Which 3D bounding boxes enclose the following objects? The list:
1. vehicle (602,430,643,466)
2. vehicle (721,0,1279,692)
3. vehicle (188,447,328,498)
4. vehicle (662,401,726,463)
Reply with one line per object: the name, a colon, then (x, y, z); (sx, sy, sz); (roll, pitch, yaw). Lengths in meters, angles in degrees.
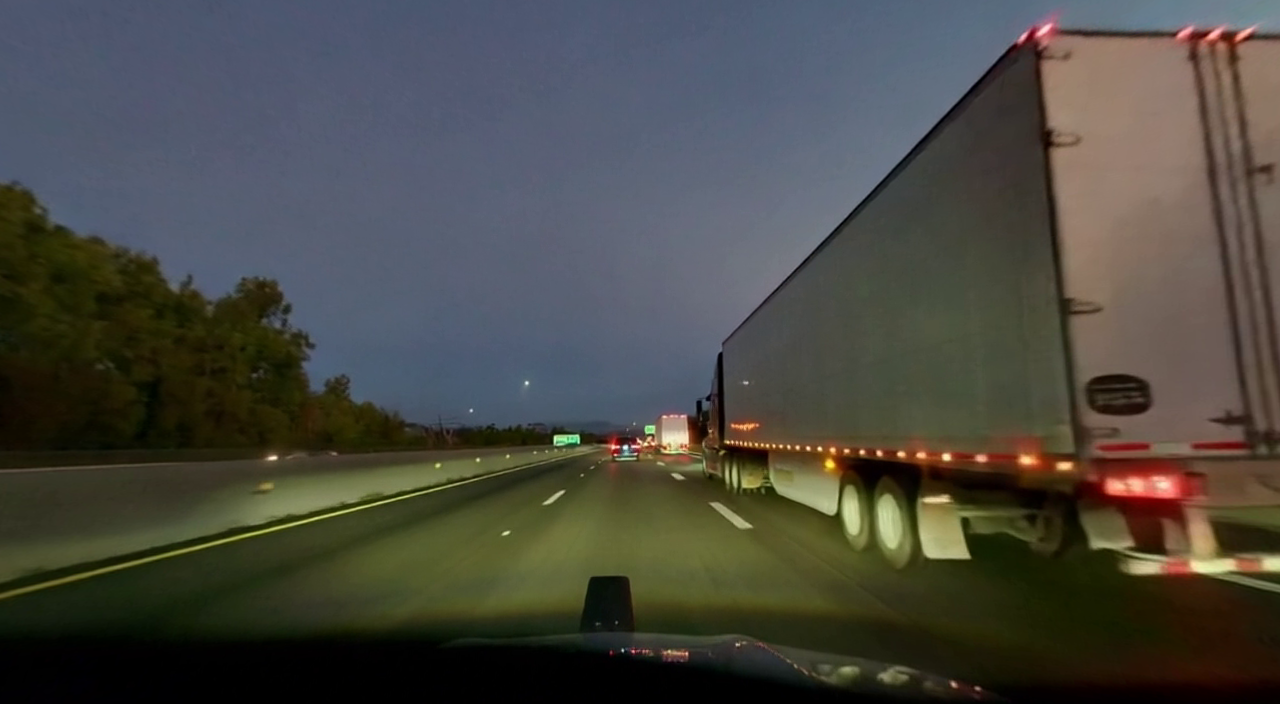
vehicle: (-1.007, 5.486, 36.099); (2.211, 1.933, 4.315); (0, -8, -2)
vehicle: (4.007, 0.745, 10.725); (3.005, 4.121, 14.417); (0, -8, -1)
vehicle: (-12.744, 3.991, 21.412); (1.868, 1.481, 4.707); (0, -8, -1)
vehicle: (3.395, 5.537, 42.864); (2.947, 3.657, 11.192); (0, -8, -2)
